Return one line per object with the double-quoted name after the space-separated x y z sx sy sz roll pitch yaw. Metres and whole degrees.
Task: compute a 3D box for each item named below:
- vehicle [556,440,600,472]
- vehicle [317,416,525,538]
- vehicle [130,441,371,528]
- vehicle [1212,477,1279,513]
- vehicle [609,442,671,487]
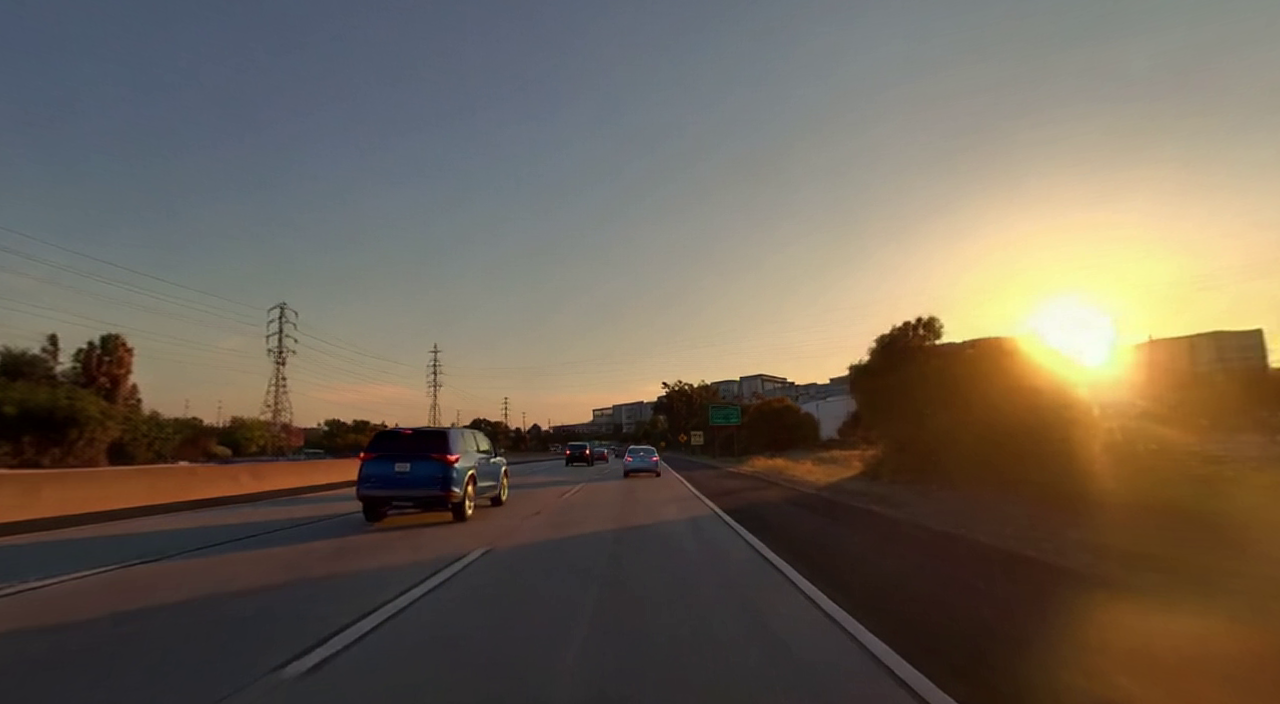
-3.560 6.052 36.809 1.993 1.717 4.321 -1 -8 2 "vehicle"
-3.662 2.191 11.648 2.133 1.789 4.518 -1 -8 1 "vehicle"
-7.726 2.638 13.251 1.943 1.469 4.782 0 -8 1 "vehicle"
31.627 7.314 32.402 1.844 1.467 4.653 -4 -9 24 "vehicle"
-0.010 3.988 22.712 2.047 1.473 3.978 0 -8 0 "vehicle"
